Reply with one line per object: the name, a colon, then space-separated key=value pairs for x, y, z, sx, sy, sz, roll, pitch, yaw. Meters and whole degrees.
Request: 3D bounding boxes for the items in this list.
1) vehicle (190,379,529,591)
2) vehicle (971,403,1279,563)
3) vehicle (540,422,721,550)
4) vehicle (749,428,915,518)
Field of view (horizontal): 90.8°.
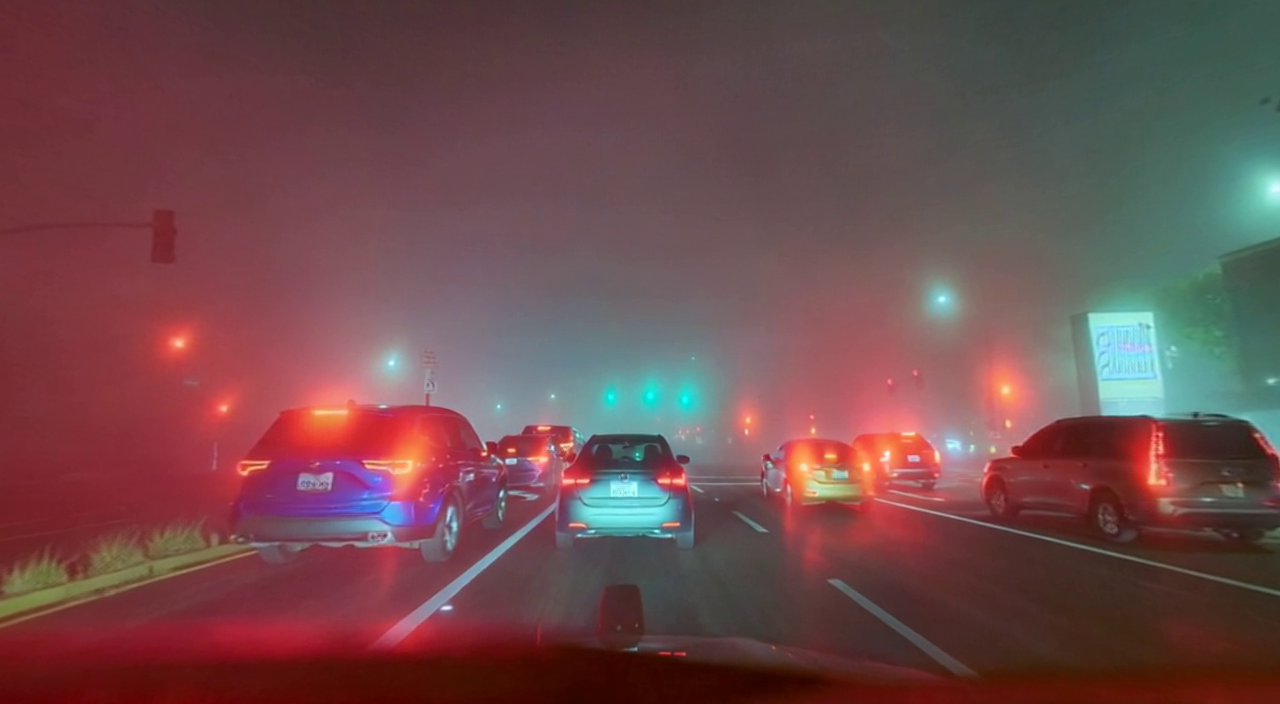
vehicle: x=-2.849 y=1.495 z=7.917 sx=2.064 sy=1.825 sz=4.760 roll=0 pitch=-8 yaw=0
vehicle: x=7.247 y=1.777 z=9.345 sx=2.068 sy=1.731 sz=4.752 roll=0 pitch=-8 yaw=0
vehicle: x=-0.145 y=1.859 z=9.421 sx=2.097 sy=1.480 sz=4.006 roll=0 pitch=-8 yaw=-1
vehicle: x=3.578 y=2.337 z=12.744 sx=1.861 sy=1.473 sz=4.393 roll=0 pitch=-8 yaw=-2
